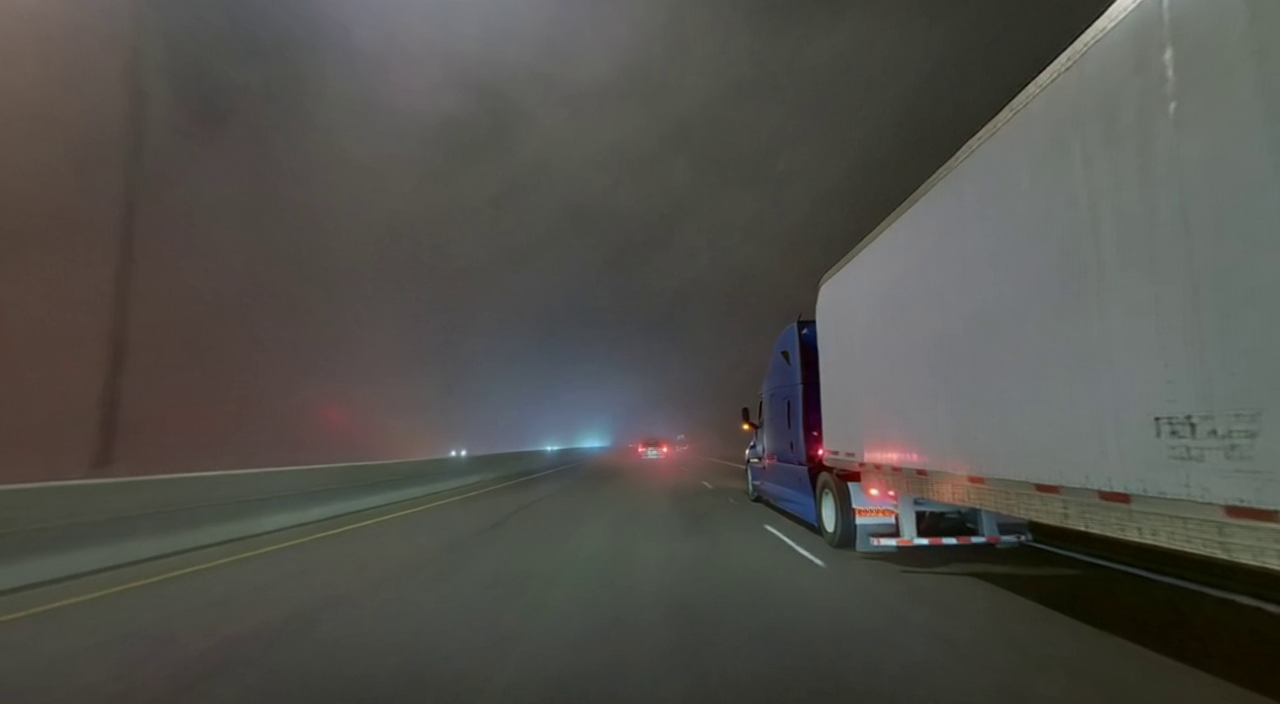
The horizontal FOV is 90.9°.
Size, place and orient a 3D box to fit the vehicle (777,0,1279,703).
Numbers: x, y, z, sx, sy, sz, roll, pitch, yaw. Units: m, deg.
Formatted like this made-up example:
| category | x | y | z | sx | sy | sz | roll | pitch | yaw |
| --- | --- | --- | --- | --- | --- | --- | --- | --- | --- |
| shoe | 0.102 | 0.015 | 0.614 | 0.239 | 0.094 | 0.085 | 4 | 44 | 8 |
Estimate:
| category | x | y | z | sx | sy | sz | roll | pitch | yaw |
| --- | --- | --- | --- | --- | --- | --- | --- | --- | --- |
| vehicle | 3.930 | -0.106 | 3.716 | 3.019 | 4.145 | 16.453 | -1 | -8 | 2 |

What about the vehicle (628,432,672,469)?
| category | x | y | z | sx | sy | sz | roll | pitch | yaw |
| --- | --- | --- | --- | --- | --- | --- | --- | --- | --- |
| vehicle | 0.545 | 5.327 | 34.216 | 2.205 | 1.860 | 4.301 | -1 | -8 | 1 |
